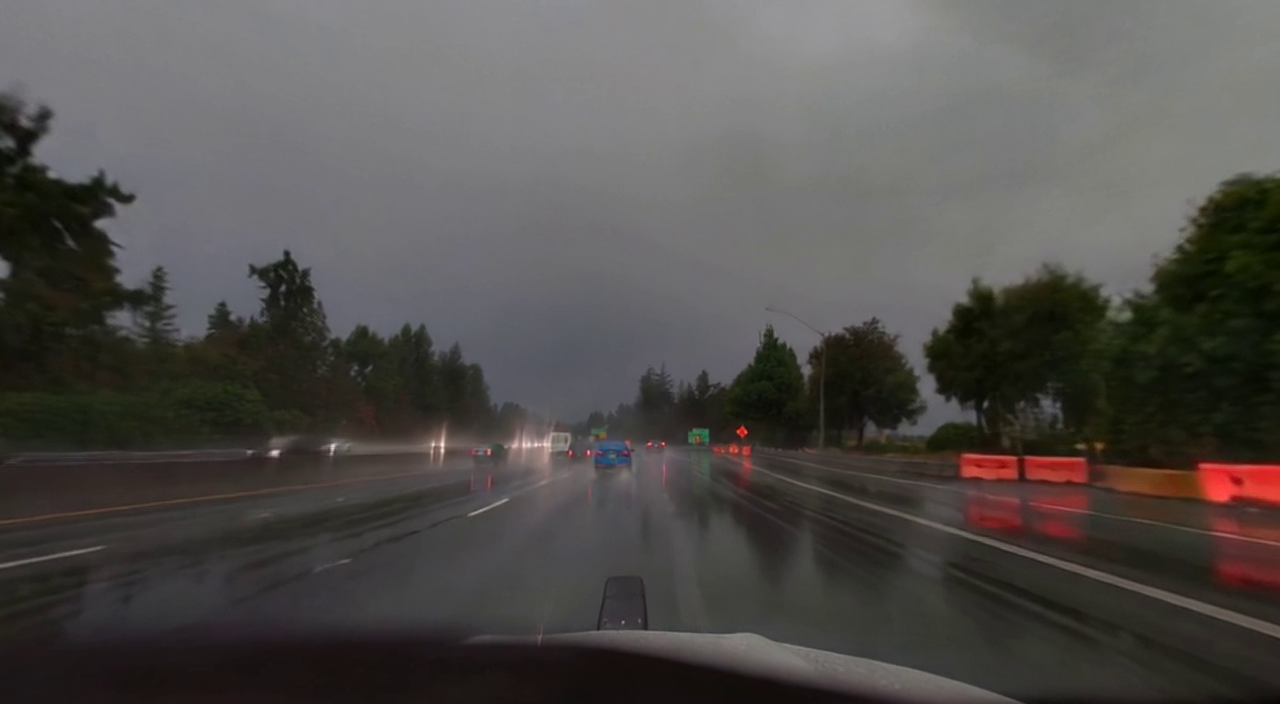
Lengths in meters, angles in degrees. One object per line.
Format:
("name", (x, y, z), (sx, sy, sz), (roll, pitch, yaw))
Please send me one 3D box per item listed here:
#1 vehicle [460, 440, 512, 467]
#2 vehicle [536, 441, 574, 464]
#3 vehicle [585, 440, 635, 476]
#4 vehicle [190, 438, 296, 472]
("vehicle", (-9.064, 5.989, 37.228), (1.946, 1.472, 4.472), (0, -8, 0))
("vehicle", (-5.745, 6.845, 42.943), (1.951, 1.439, 4.633), (0, -8, 0))
("vehicle", (-1.256, 4.710, 28.196), (1.963, 1.462, 4.681), (0, -8, 0))
("vehicle", (-19.387, 5.024, 30.986), (1.991, 1.500, 5.020), (0, -8, 0))
